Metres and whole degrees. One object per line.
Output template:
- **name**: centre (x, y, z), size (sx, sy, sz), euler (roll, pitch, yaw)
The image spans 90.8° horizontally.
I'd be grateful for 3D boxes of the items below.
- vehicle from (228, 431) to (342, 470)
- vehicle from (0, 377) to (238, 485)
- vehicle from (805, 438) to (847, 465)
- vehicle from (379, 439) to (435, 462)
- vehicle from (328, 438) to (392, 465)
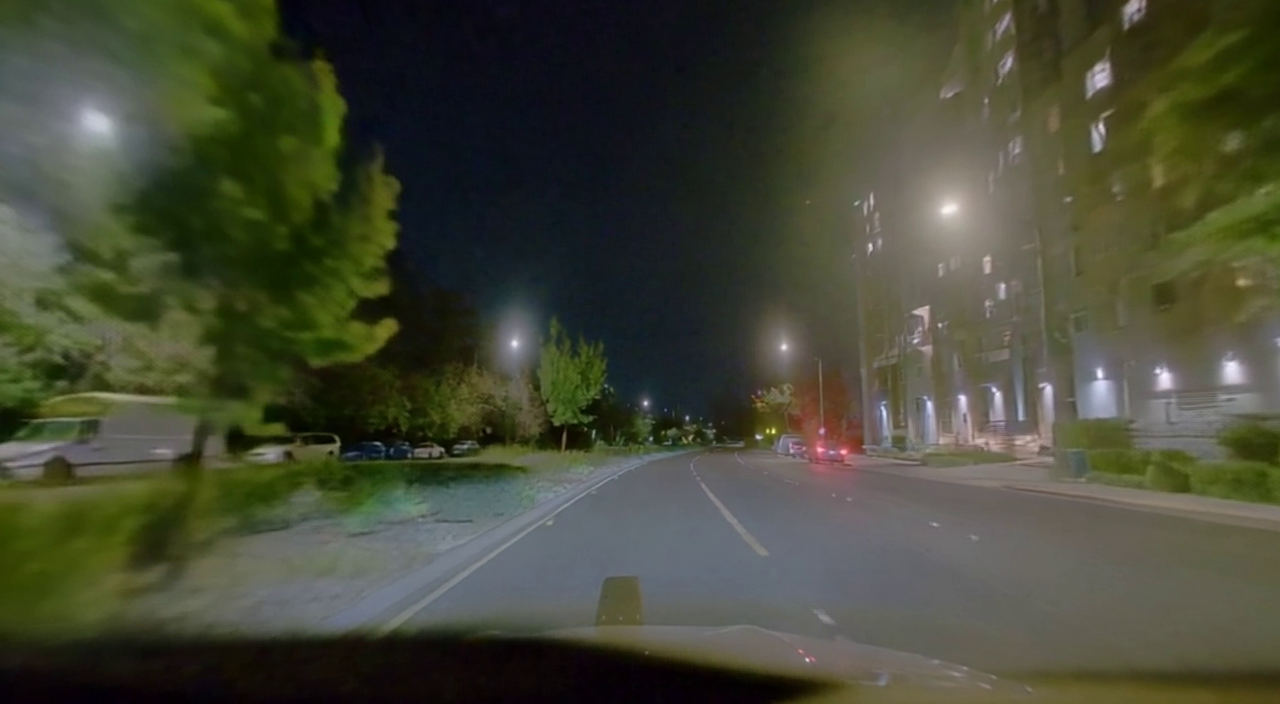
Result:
- **vehicle**: centre (-17.813, 5.012, 32.165), size (2.226, 1.733, 5.775), euler (-1, -9, 4)
- **vehicle**: centre (-18.293, 2.931, 22.535), size (2.781, 3.224, 7.055), euler (-1, -9, 4)
- **vehicle**: centre (13.060, 6.984, 44.650), size (2.037, 1.655, 4.760), euler (3, -7, 7)
- **vehicle**: centre (-16.572, 7.065, 45.181), size (1.823, 1.455, 4.680), euler (-3, -9, 6)
- **vehicle**: centre (-17.285, 6.145, 39.173), size (1.802, 1.487, 4.359), euler (-3, -9, 3)
